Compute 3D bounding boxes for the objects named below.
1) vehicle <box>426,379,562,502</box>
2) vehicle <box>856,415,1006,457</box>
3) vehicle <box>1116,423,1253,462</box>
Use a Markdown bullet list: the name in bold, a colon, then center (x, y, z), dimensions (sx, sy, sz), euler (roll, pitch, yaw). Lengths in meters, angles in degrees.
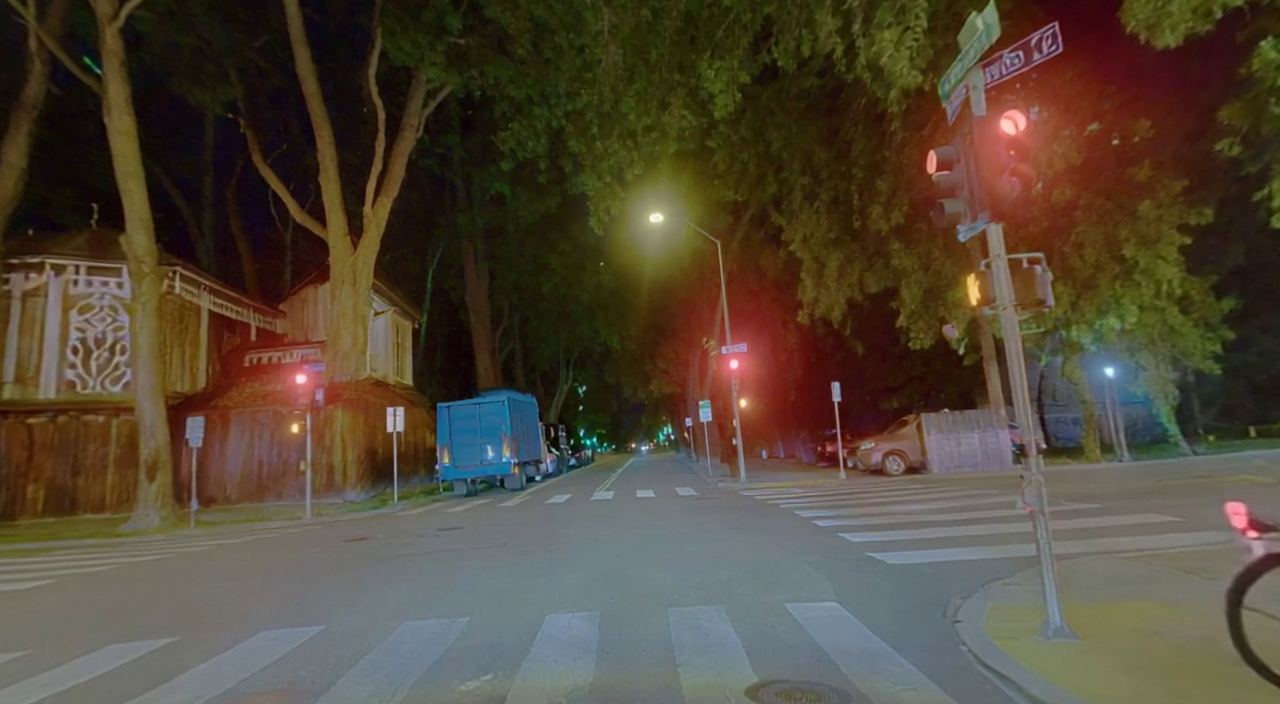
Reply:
- **vehicle**: center (-5.757, 3.797, 27.030), dimensions (3.113, 4.041, 10.284), euler (-5, -8, 1)
- **vehicle**: center (10.692, 3.137, 23.420), dimensions (4.643, 1.456, 1.820), euler (-1, -8, 5)
- **vehicle**: center (24.951, 4.167, 29.017), dimensions (4.268, 1.695, 2.053), euler (0, -8, 3)
